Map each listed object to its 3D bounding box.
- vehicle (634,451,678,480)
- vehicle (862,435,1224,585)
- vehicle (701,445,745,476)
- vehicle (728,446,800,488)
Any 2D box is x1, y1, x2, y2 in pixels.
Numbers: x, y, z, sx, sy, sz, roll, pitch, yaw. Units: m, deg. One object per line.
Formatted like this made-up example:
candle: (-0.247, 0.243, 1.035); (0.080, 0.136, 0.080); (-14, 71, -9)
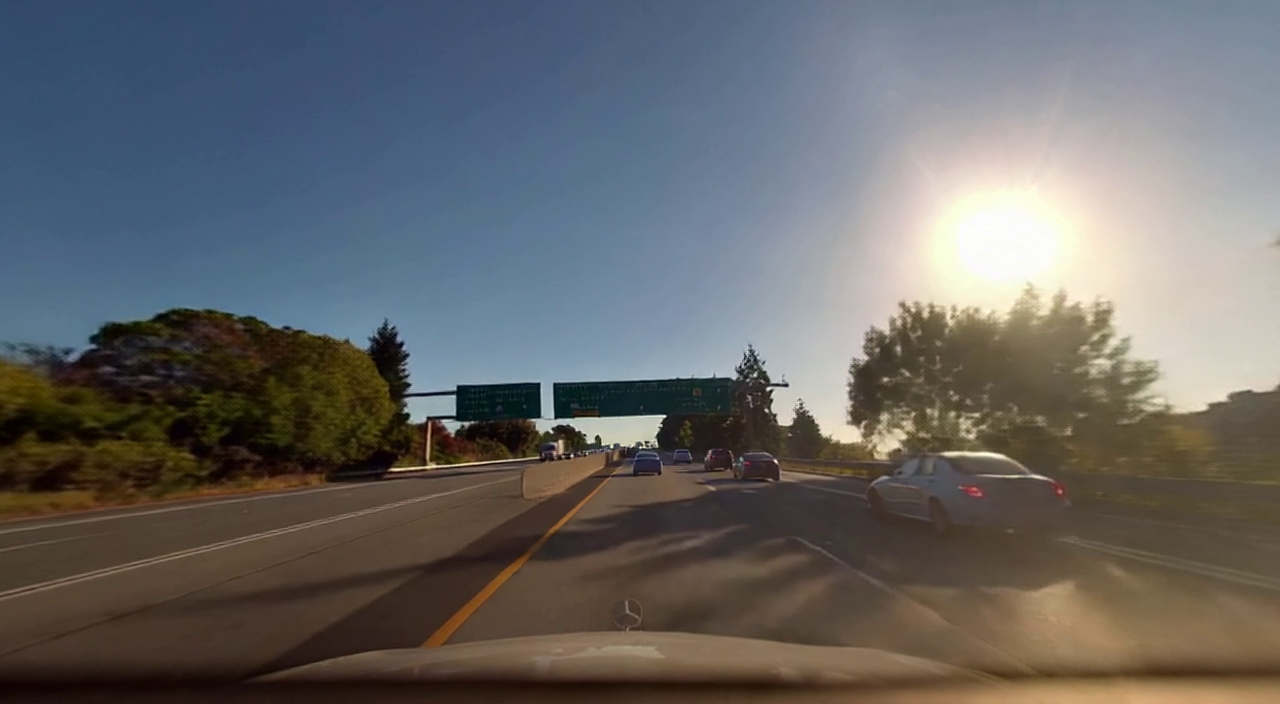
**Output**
vehicle: (0.726, 5.549, 30.961); (2.012, 1.320, 3.777); (0, -9, 0)
vehicle: (4.836, 1.935, 8.647); (1.827, 1.462, 4.697); (0, -9, 0)
vehicle: (4.786, 6.341, 37.026); (1.969, 1.639, 4.472); (0, -9, 0)
vehicle: (4.743, 4.447, 24.580); (1.952, 1.495, 3.740); (0, -9, -1)
